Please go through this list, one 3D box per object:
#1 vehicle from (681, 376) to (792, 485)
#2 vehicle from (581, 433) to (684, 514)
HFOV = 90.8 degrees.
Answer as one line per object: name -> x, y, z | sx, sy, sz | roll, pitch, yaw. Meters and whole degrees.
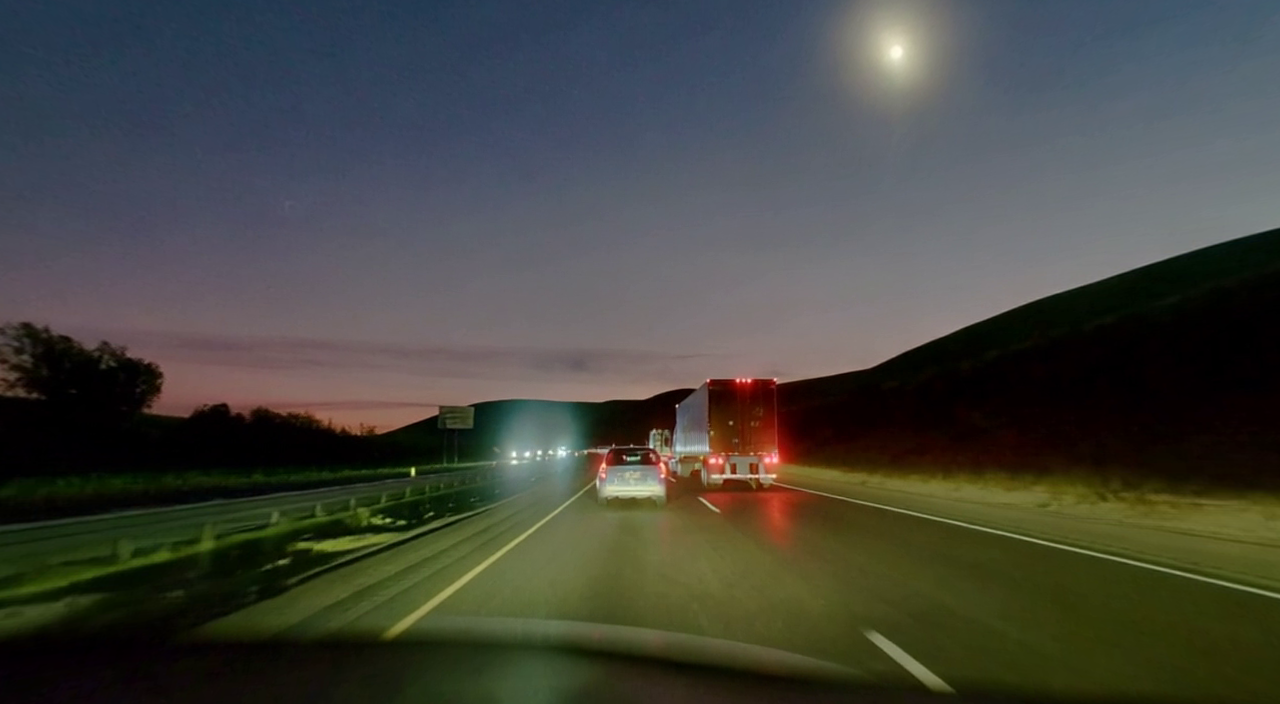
vehicle -> 4.007, 3.979, 30.386 | 2.812, 4.024, 14.098 | 0, -9, -1
vehicle -> -0.170, 2.810, 14.941 | 2.109, 1.639, 3.768 | 0, -9, -1
